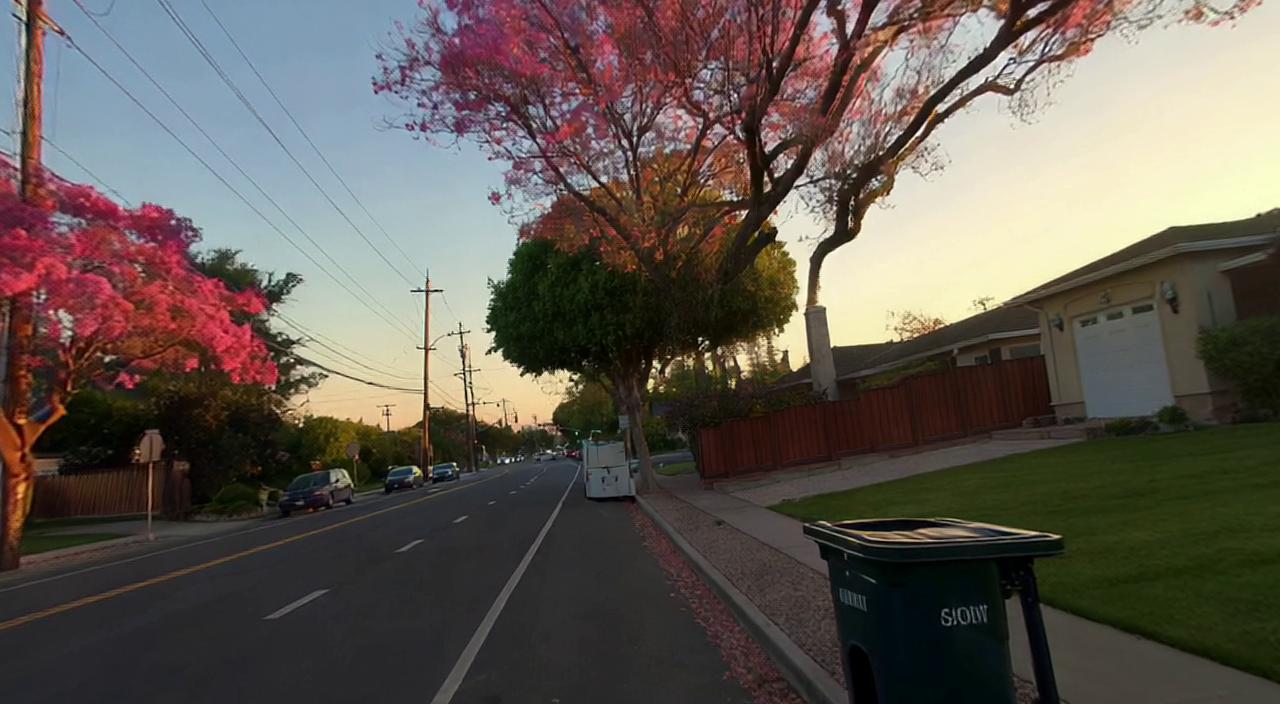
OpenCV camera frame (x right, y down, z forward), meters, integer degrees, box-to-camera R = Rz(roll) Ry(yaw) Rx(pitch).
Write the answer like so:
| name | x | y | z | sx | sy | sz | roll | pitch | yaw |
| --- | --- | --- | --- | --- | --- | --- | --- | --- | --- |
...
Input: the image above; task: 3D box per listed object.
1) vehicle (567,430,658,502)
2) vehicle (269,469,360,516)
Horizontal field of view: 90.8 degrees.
| name | x | y | z | sx | sy | sz | roll | pitch | yaw |
| --- | --- | --- | --- | --- | --- | --- | --- | --- | --- |
| vehicle | -0.823 | 3.064 | 17.387 | 2.190 | 1.708 | 4.115 | 0 | -8 | -4 |
| vehicle | -13.760 | 5.913 | 26.978 | 1.982 | 1.660 | 4.142 | 1 | -8 | -6 |
